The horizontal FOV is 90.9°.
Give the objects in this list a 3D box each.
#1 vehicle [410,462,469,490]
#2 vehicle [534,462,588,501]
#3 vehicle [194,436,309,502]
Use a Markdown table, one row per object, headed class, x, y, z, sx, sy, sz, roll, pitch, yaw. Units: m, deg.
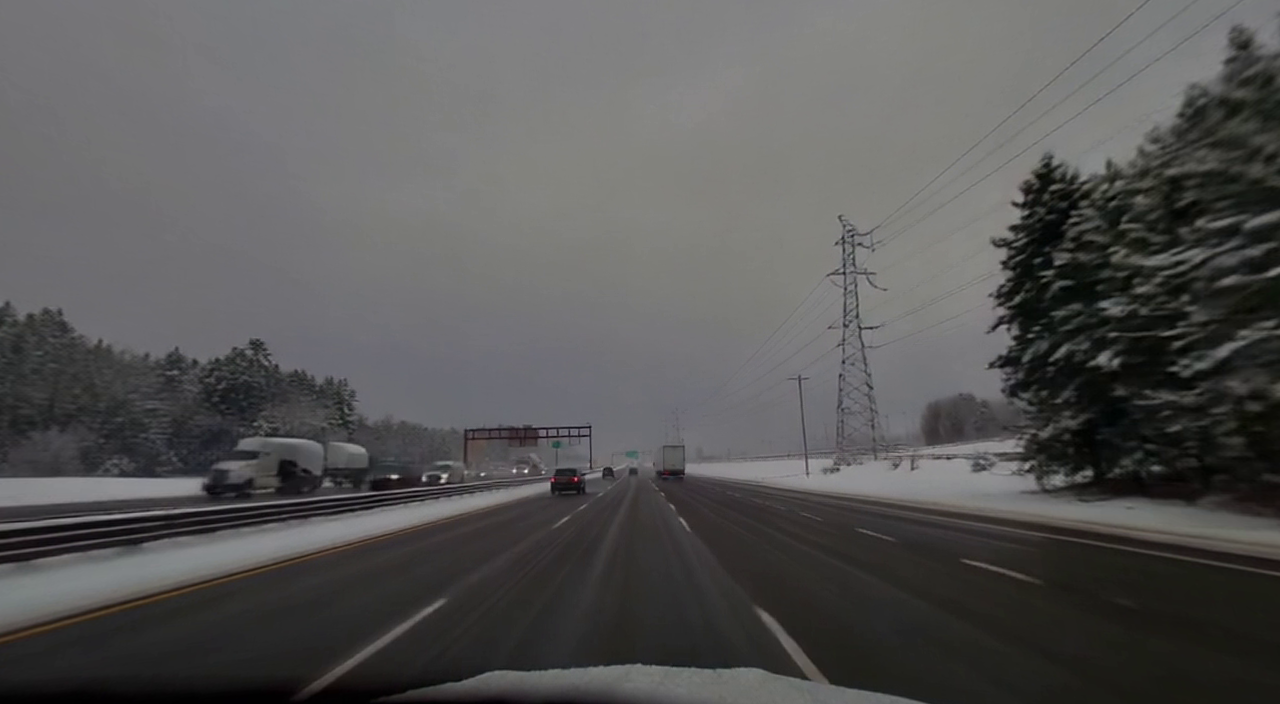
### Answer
| class | x | y | z | sx | sy | sz | roll | pitch | yaw |
| --- | --- | --- | --- | --- | --- | --- | --- | --- | --- |
| vehicle | -12.245 | 7.626 | 38.773 | 2.013 | 1.575 | 4.759 | 1 | -11 | 0 |
| vehicle | -3.519 | 5.856 | 28.749 | 1.942 | 1.597 | 3.943 | 1 | -11 | 0 |
| vehicle | -23.452 | 7.136 | 38.526 | 2.967 | 3.641 | 5.986 | 1 | -11 | 0 |
